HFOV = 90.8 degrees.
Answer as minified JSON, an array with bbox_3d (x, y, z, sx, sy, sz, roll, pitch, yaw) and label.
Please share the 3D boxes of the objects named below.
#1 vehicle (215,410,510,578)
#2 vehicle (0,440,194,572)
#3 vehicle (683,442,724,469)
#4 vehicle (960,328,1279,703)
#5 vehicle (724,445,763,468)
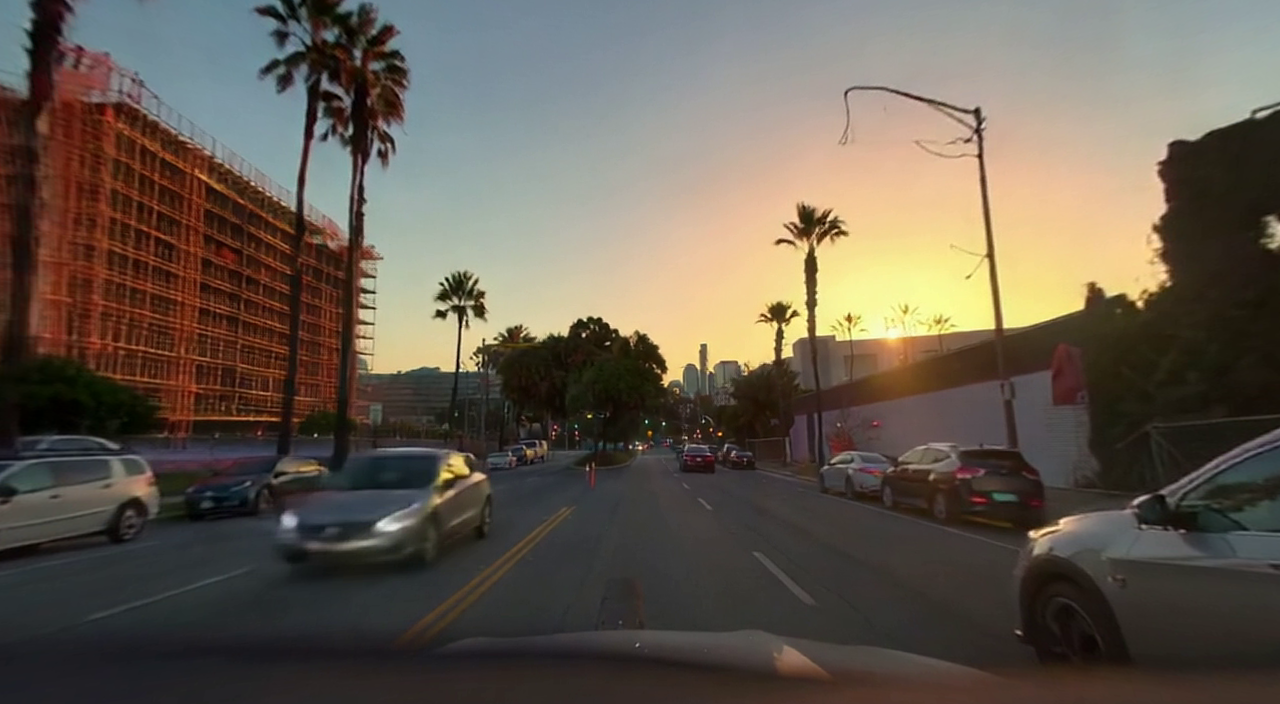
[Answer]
[{"bbox_3d":[-3.327,1.791,8.767,2.096,1.716,4.300,0,-8,0],"label":"vehicle"},{"bbox_3d":[-9.658,2.242,9.556,2.051,1.762,5.059,-1,-8,1],"label":"vehicle"},{"bbox_3d":[3.611,5.984,36.711,1.999,1.487,3.939,0,-8,0],"label":"vehicle"},{"bbox_3d":[3.103,0.742,1.911,1.953,1.687,4.344,0,-8,0],"label":"vehicle"},{"bbox_3d":[6.961,7.051,42.847,1.819,1.435,4.337,0,-8,0],"label":"vehicle"}]
